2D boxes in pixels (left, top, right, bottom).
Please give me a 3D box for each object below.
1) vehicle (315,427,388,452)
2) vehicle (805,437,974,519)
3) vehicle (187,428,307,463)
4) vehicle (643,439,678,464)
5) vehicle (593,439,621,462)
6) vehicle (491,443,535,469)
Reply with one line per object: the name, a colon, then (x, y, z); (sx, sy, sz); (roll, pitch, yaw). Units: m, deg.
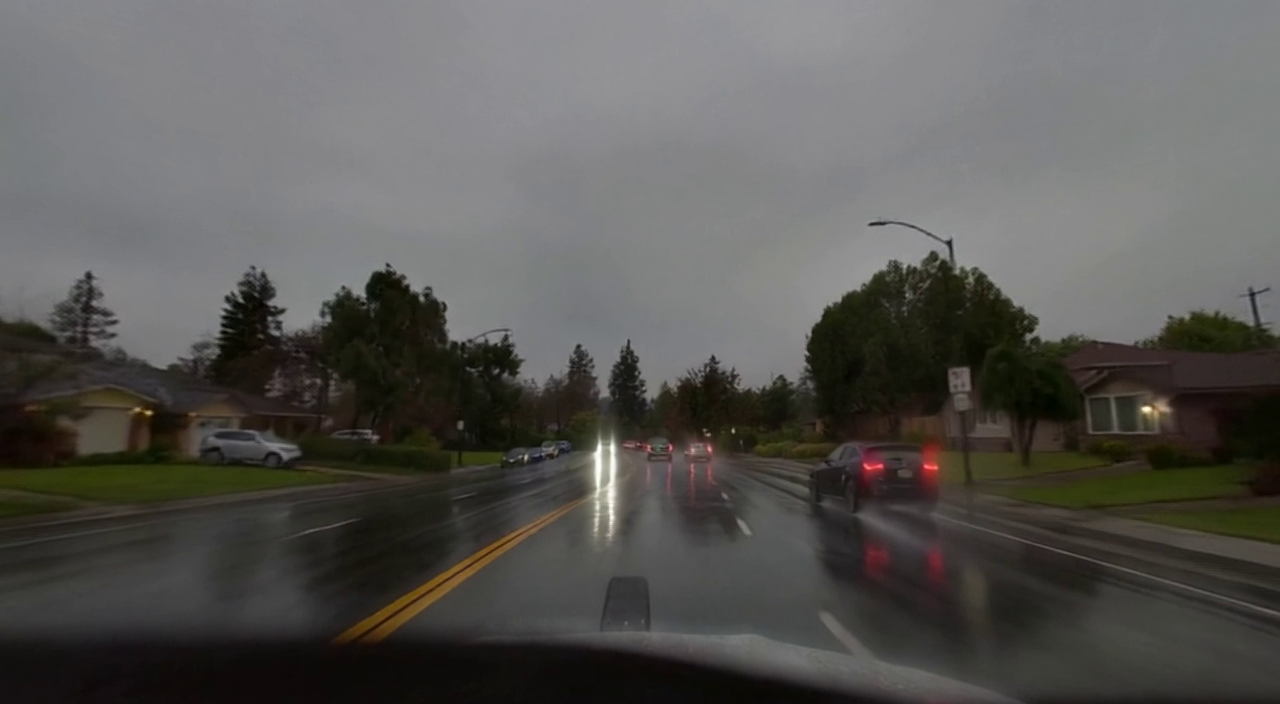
vehicle: (-22.722, 6.939, 49.737); (4.772, 1.877, 2.038); (1, -8, -8)
vehicle: (5.186, 2.653, 13.844); (1.934, 1.506, 4.282); (0, -8, 0)
vehicle: (-18.415, 4.415, 29.672); (4.377, 1.570, 1.871); (0, -8, 1)
vehicle: (1.362, 6.917, 43.939); (2.106, 1.667, 4.367); (0, -8, -3)
vehicle: (-2.606, 7.673, 49.054); (2.081, 1.721, 4.228); (1, -8, -5)
vehicle: (-8.759, 7.190, 43.956); (2.038, 1.690, 4.825); (0, -8, 0)
